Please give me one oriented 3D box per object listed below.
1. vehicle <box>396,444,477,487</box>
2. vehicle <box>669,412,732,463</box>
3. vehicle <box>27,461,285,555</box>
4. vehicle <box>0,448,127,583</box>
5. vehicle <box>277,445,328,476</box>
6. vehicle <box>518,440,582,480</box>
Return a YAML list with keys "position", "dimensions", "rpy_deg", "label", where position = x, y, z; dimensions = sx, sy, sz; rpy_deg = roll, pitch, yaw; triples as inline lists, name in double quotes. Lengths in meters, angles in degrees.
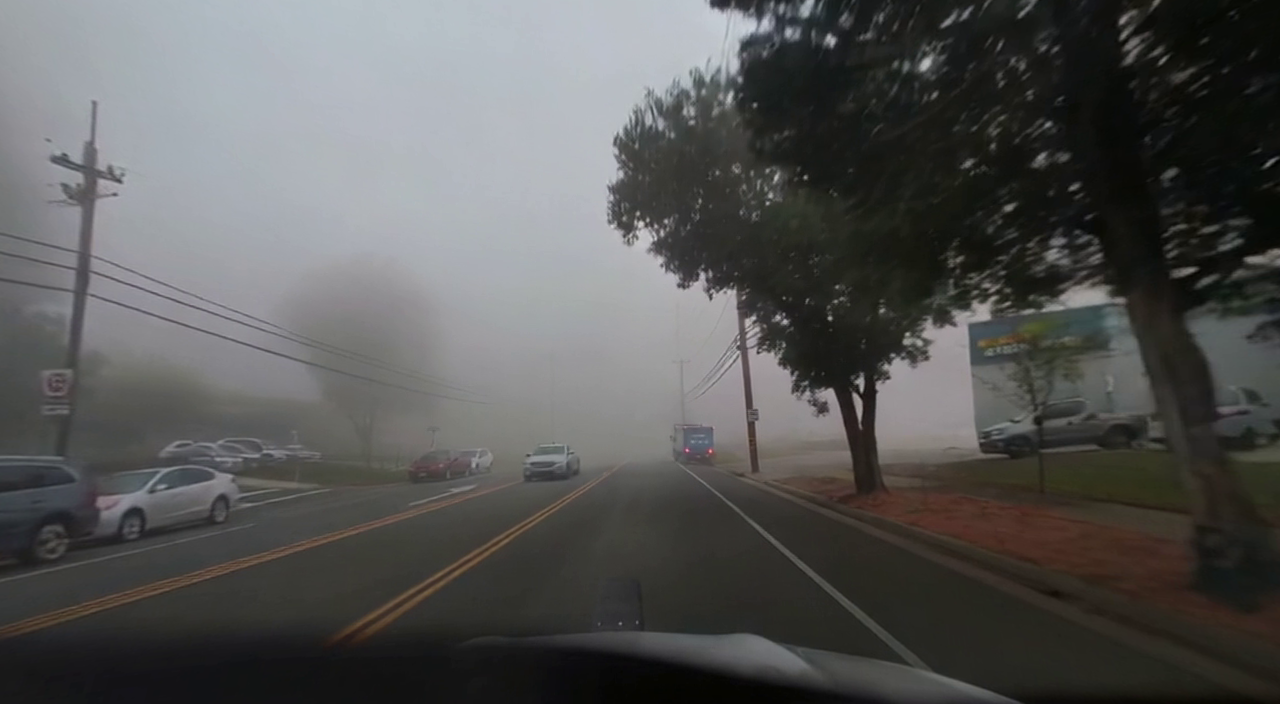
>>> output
- position: [-8.982, 5.013, 28.377]
  dimensions: [1.938, 1.756, 4.686]
  rpy_deg: [0, -8, 2]
  label: "vehicle"
- position: [3.973, 5.985, 43.834]
  dimensions: [3.168, 3.106, 9.350]
  rpy_deg: [0, -8, -1]
  label: "vehicle"
- position: [-9.425, 3.010, 12.889]
  dimensions: [1.768, 1.454, 4.340]
  rpy_deg: [0, -8, 1]
  label: "vehicle"
- position: [-9.635, 2.116, 7.934]
  dimensions: [2.059, 1.783, 5.024]
  rpy_deg: [0, -8, 1]
  label: "vehicle"
- position: [-19.429, 6.221, 36.543]
  dimensions: [1.980, 1.669, 5.543]
  rpy_deg: [3, -9, -22]
  label: "vehicle"
- position: [-3.716, 4.525, 26.731]
  dimensions: [2.042, 1.530, 3.980]
  rpy_deg: [0, -8, 1]
  label: "vehicle"
